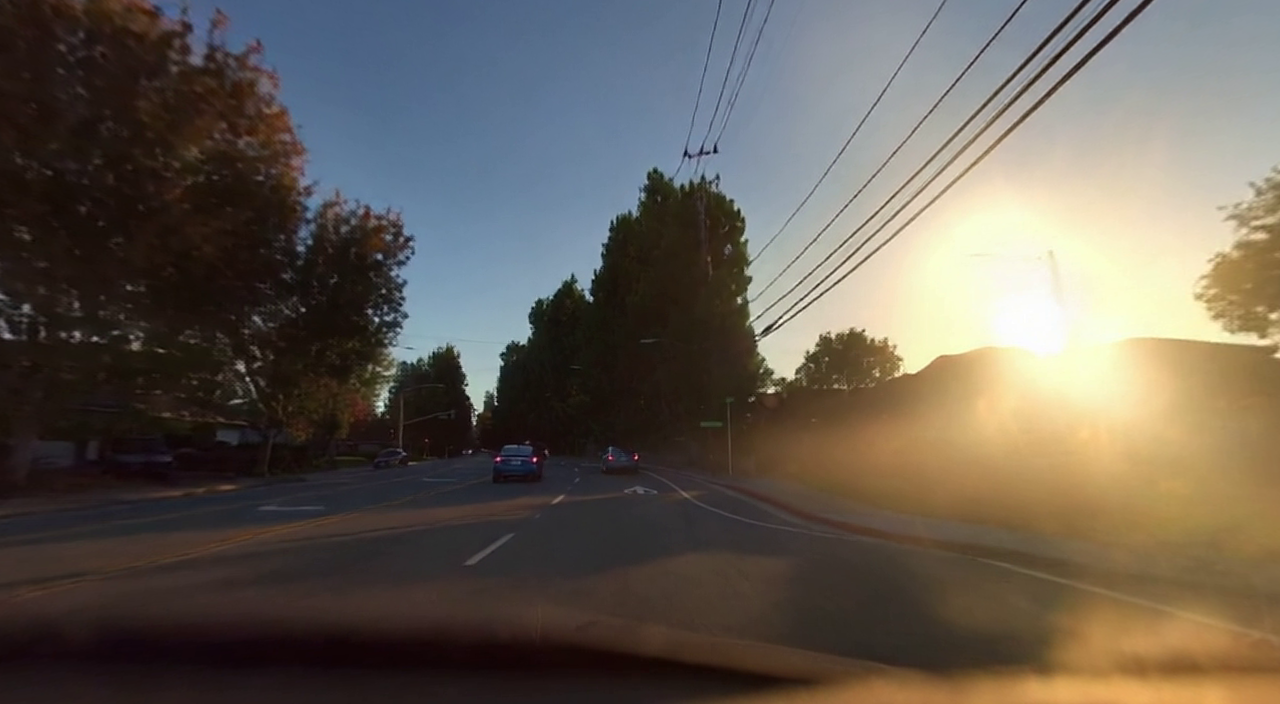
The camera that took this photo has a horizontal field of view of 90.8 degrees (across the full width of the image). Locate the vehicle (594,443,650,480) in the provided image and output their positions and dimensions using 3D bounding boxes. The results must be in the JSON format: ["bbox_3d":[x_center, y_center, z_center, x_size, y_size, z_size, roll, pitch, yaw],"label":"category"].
[{"bbox_3d":[-0.879,4.854,28.286,2.168,1.504,4.284,2,-8,-6],"label":"vehicle"}]

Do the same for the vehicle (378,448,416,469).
[{"bbox_3d":[-18.781,8.211,48.962,1.944,1.458,4.549,3,-9,-12],"label":"vehicle"}]

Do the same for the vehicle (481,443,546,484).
[{"bbox_3d":[-4.750,4.224,24.287,1.913,1.425,4.235,1,-8,-4],"label":"vehicle"}]

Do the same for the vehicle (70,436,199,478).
[{"bbox_3d":[-21.976,4.563,27.614,3.836,1.693,1.849,2,-8,-7],"label":"vehicle"}]
